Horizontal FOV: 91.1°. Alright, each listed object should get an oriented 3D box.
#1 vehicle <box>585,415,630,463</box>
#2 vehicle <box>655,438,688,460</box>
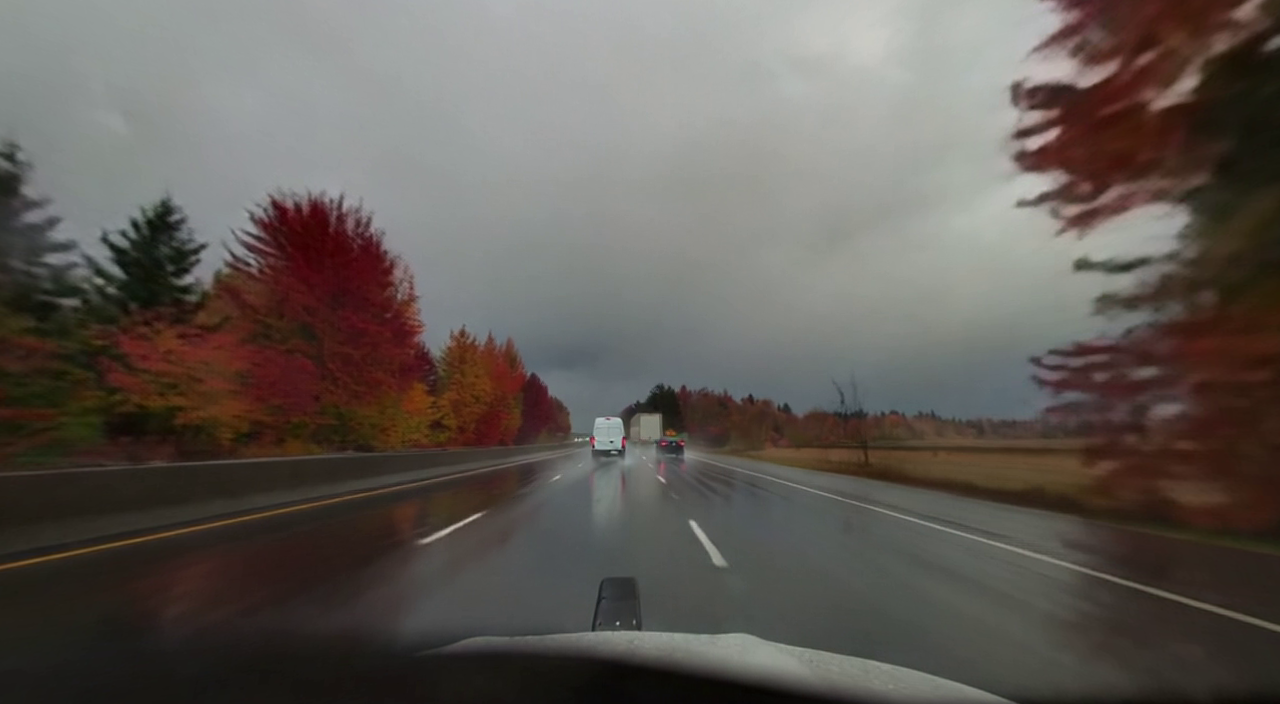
[{"bbox_3d":[-1.854,5.234,37.840,2.389,2.637,5.437,0,-8,0],"label":"vehicle"},{"bbox_3d":[2.225,6.983,45.615,1.962,1.508,4.363,0,-8,-2],"label":"vehicle"}]
